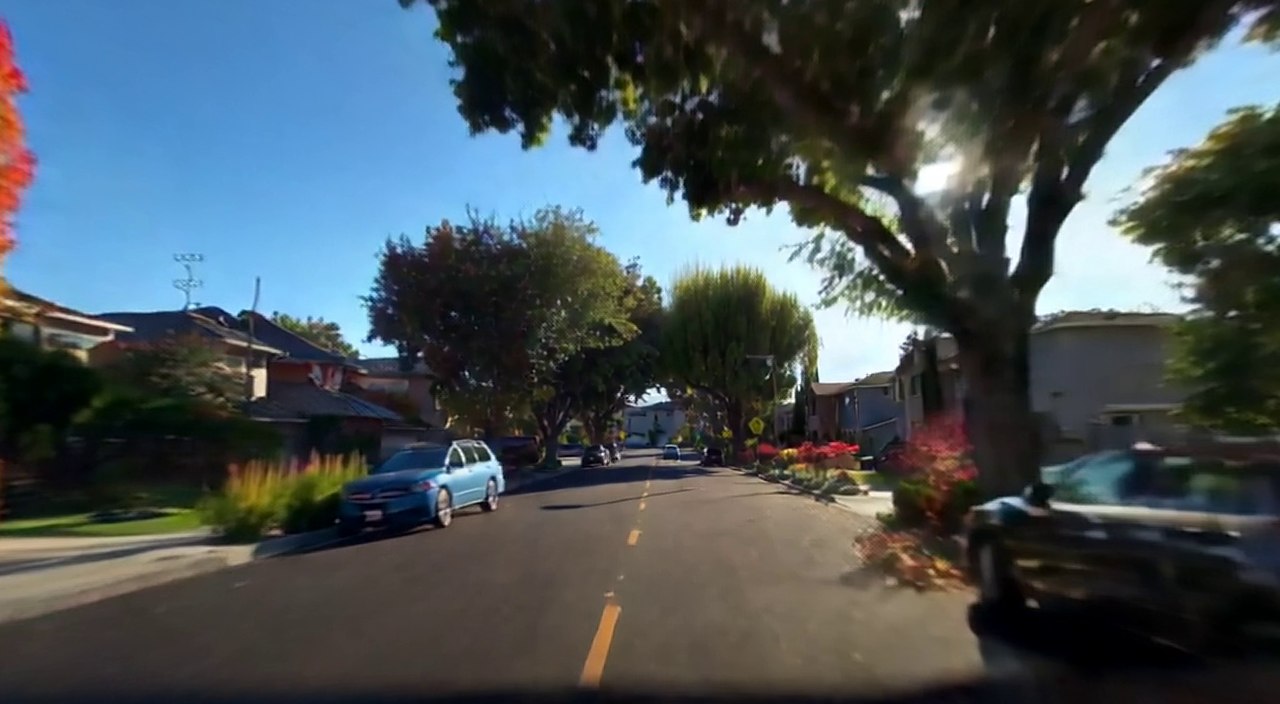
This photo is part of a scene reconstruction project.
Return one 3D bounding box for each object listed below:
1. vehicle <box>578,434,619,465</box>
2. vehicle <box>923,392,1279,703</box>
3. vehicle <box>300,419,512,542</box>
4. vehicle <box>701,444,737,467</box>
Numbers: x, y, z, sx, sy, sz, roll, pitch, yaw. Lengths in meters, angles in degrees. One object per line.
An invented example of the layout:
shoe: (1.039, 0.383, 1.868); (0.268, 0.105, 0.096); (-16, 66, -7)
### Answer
vehicle: (-2.834, 6.850, 44.320); (2.155, 1.907, 5.100); (-4, -9, 3)
vehicle: (4.015, 1.255, 4.407); (2.115, 1.673, 4.236); (0, -8, 1)
vehicle: (-4.090, 2.282, 12.060); (2.093, 1.810, 4.555); (-2, -8, 3)
vehicle: (5.554, 7.340, 45.123); (2.047, 1.532, 4.350); (0, -8, 0)
